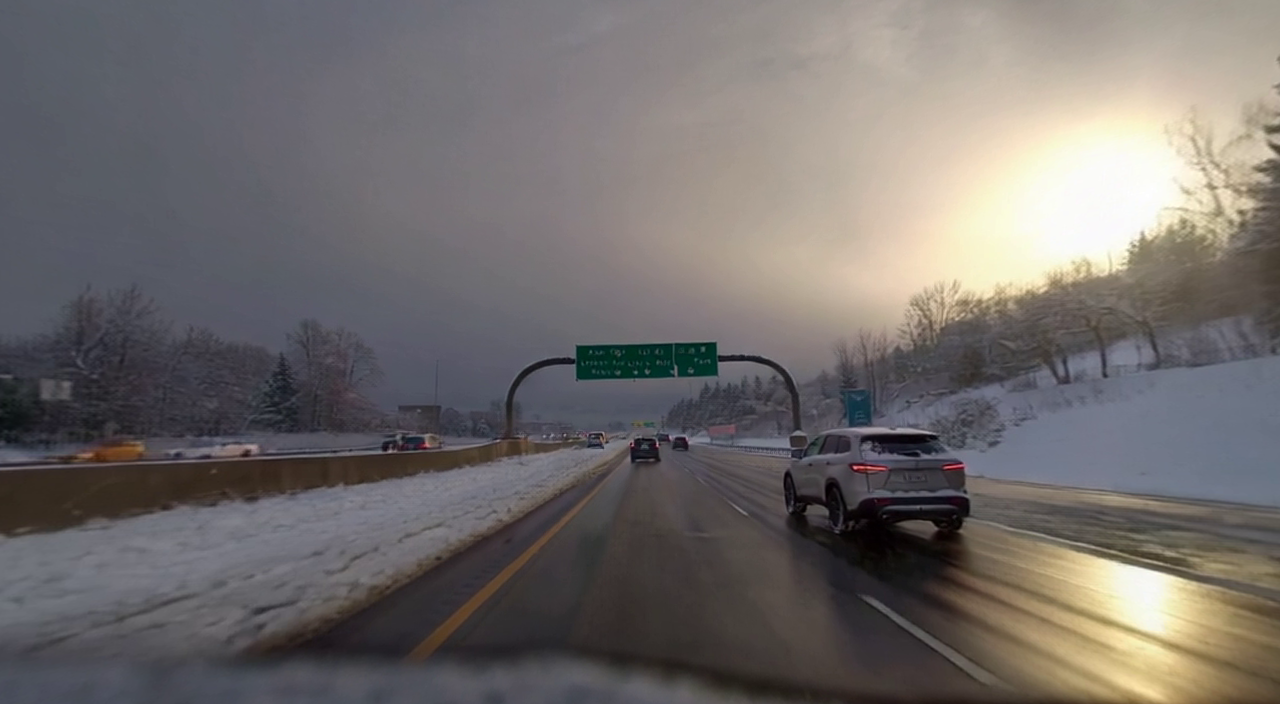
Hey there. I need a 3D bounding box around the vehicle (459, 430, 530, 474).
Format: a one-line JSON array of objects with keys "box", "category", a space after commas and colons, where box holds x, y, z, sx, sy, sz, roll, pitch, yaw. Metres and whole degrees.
[{"box": [-6.047, 4.187, 26.641, 1.946, 1.688, 4.019, 0, -8, 1], "category": "vehicle"}]

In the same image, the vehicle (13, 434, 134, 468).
[{"box": [-30.767, 5.397, 34.492, 2.006, 1.734, 4.849, 0, -8, 1], "category": "vehicle"}]

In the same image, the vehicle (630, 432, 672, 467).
[{"box": [0.594, 5.182, 33.641, 2.133, 1.739, 3.925, 0, -8, 1], "category": "vehicle"}]

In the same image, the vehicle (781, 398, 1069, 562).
[{"box": [3.708, 1.766, 9.422, 2.083, 1.823, 4.627, 0, -8, -1], "category": "vehicle"}]

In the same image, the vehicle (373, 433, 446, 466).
[{"box": [-12.597, 5.372, 34.876, 2.076, 1.701, 5.093, 0, -8, 0], "category": "vehicle"}]

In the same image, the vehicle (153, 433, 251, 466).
[{"box": [-23.547, 5.274, 34.142, 1.997, 1.665, 4.414, 0, -8, 2], "category": "vehicle"}]

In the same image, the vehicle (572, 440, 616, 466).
[{"box": [-2.615, 5.832, 36.716, 2.205, 1.406, 4.286, 0, -8, 1], "category": "vehicle"}]
